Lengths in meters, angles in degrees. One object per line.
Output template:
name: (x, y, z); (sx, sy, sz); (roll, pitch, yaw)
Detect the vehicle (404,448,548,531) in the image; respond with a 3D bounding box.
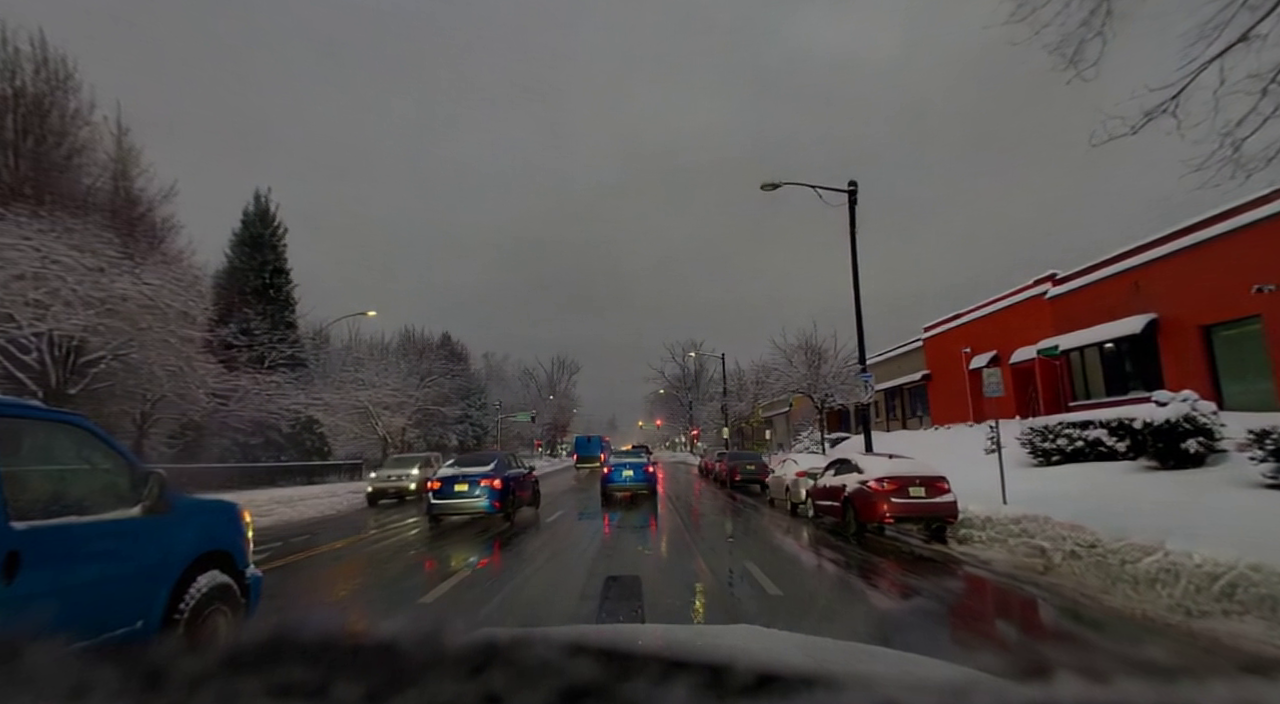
vehicle: (-3.494, 2.997, 14.420); (1.995, 1.554, 4.426); (0, -9, 2)

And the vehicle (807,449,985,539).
vehicle: (4.889, 2.732, 12.762); (1.832, 1.491, 4.054); (1, -9, -1)

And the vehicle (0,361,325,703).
vehicle: (-3.736, 0.962, 2.844); (2.140, 1.768, 4.685); (0, -9, 0)

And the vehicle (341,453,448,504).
vehicle: (-9.330, 4.815, 24.485); (2.099, 1.730, 4.829); (0, -9, 1)

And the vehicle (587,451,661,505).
vehicle: (-0.426, 3.999, 20.441); (2.152, 1.518, 4.113); (0, -9, 1)

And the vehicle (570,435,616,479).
vehicle: (-3.289, 7.585, 45.903); (2.609, 2.932, 6.810); (0, -9, 1)
